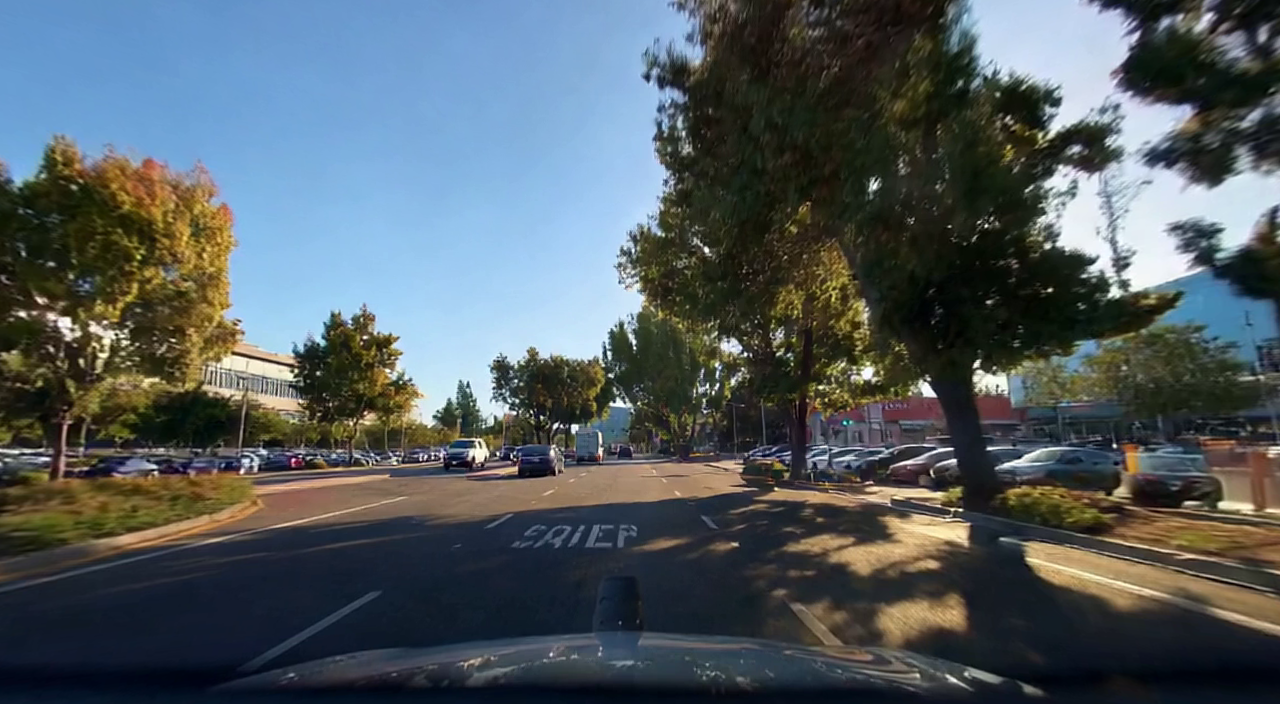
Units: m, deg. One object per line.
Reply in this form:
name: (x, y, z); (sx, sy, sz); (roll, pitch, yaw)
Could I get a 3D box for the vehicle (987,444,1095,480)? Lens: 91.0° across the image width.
vehicle: (18.753, 5.177, 29.740); (1.937, 1.493, 4.612); (-2, -9, -2)

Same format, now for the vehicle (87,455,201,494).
vehicle: (-23.439, 5.768, 30.002); (1.848, 1.607, 4.570); (1, -9, -3)

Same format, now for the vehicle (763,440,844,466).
vehicle: (11.783, 7.286, 45.498); (5.426, 1.811, 2.193); (-2, -9, 15)

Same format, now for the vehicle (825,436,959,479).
vehicle: (11.843, 4.923, 29.724); (5.519, 1.836, 2.138); (-5, -10, 31)

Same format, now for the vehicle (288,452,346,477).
vehicle: (-23.930, 8.324, 46.882); (1.938, 1.691, 4.696); (0, -9, -2)

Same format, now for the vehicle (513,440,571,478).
vehicle: (-4.566, 5.063, 30.016); (2.109, 1.672, 4.256); (0, -9, -1)

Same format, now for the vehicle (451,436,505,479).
vehicle: (-8.005, 5.133, 30.785); (2.123, 1.864, 5.553); (2, -9, -18)

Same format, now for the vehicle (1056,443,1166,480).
vehicle: (22.006, 5.152, 29.625); (1.914, 1.503, 4.226); (-3, -10, 2)

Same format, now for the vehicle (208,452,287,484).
vehicle: (-23.928, 7.048, 38.611); (1.953, 1.789, 4.591); (0, -9, -2)

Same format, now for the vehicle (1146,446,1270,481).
vehicle: (26.918, 5.330, 30.037); (1.933, 1.489, 4.080); (-1, -10, -3)
